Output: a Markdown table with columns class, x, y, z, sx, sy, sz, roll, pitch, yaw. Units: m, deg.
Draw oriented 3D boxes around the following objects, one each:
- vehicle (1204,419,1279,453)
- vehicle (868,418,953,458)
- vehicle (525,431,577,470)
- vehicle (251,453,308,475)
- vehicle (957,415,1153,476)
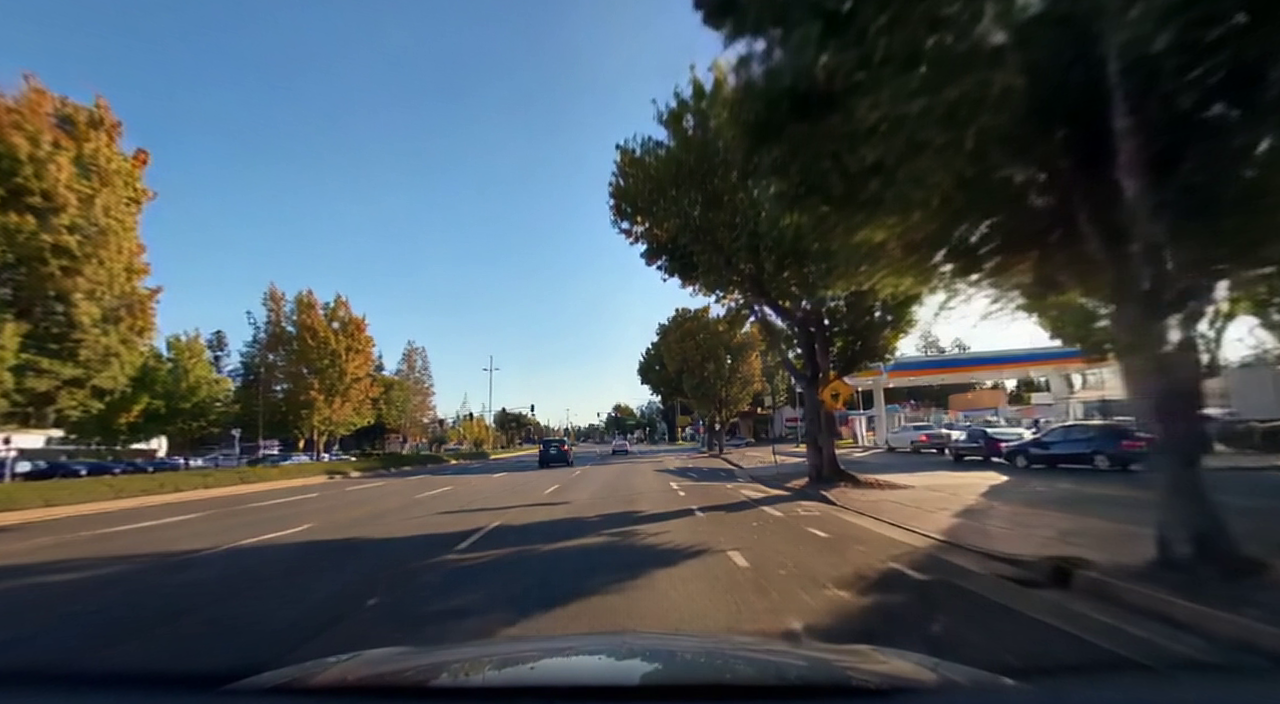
| class | x | y | z | sx | sy | sz | roll | pitch | yaw |
| --- | --- | --- | --- | --- | --- | --- | --- | --- | --- |
| vehicle | 27.076 | 3.583 | 26.871 | 4.127 | 1.399 | 1.839 | -1 | -8 | 7 |
| vehicle | 13.971 | 4.433 | 32.761 | 1.876 | 1.693 | 3.562 | 12 | -10 | -27 |
| vehicle | -4.358 | 4.905 | 31.604 | 1.985 | 1.772 | 4.479 | 0 | -8 | -1 |
| vehicle | -26.824 | 8.324 | 47.203 | 1.802 | 1.448 | 4.408 | 1 | -8 | -3 |
| vehicle | 12.894 | 2.920 | 19.883 | 4.612 | 1.491 | 2.061 | -4 | -7 | 1 |
